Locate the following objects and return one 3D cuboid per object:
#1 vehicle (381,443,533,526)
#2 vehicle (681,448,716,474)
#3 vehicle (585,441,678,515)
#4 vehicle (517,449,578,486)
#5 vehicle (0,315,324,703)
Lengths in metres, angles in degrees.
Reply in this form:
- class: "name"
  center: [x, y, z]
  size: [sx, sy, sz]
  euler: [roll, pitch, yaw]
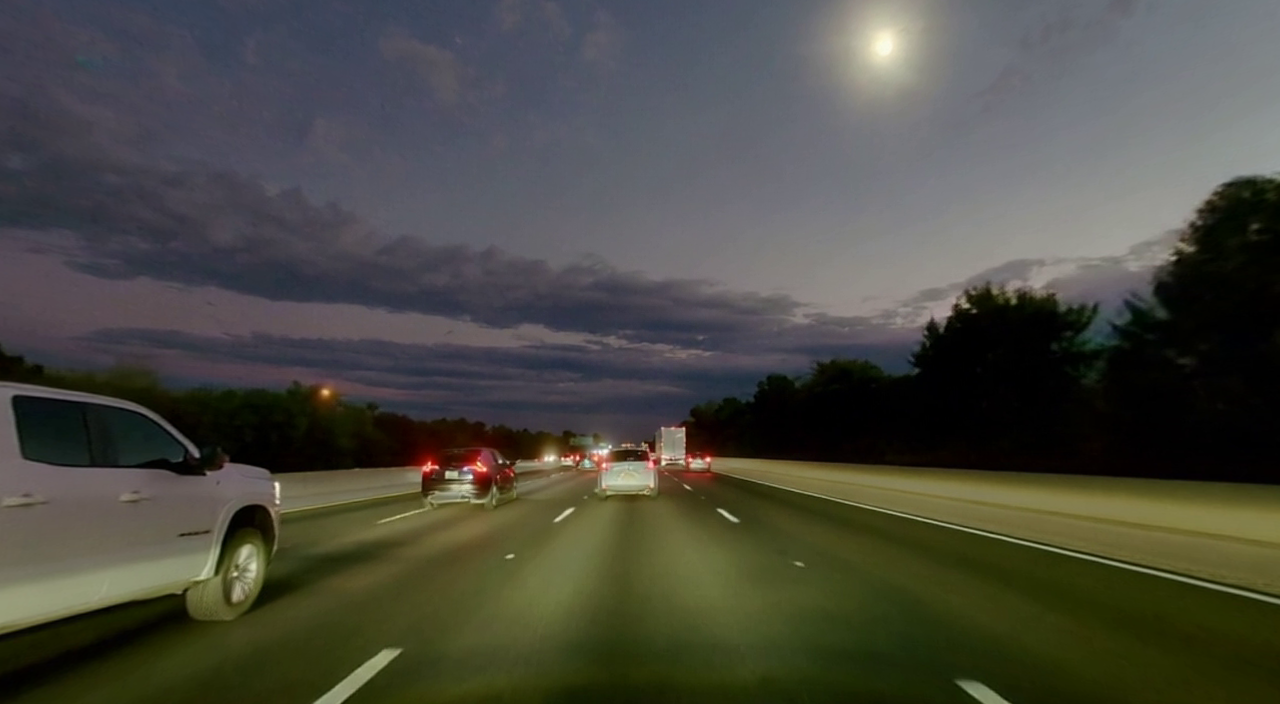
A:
- class: "vehicle"
  center: [-3.732, 2.784, 13.833]
  size: [1.988, 1.501, 4.438]
  euler: [0, -9, 0]
- class: "vehicle"
  center: [3.762, 7.087, 41.173]
  size: [1.858, 1.537, 3.838]
  euler: [0, -9, -1]
- class: "vehicle"
  center: [-0.198, 2.994, 15.406]
  size: [1.996, 1.574, 3.426]
  euler: [0, -9, -1]
- class: "vehicle"
  center: [-3.995, 5.056, 27.947]
  size: [1.999, 1.484, 4.269]
  euler: [0, -9, 0]
- class: "vehicle"
  center: [-3.921, 0.831, 2.981]
  size: [2.243, 1.889, 4.949]
  euler: [0, -9, 0]
